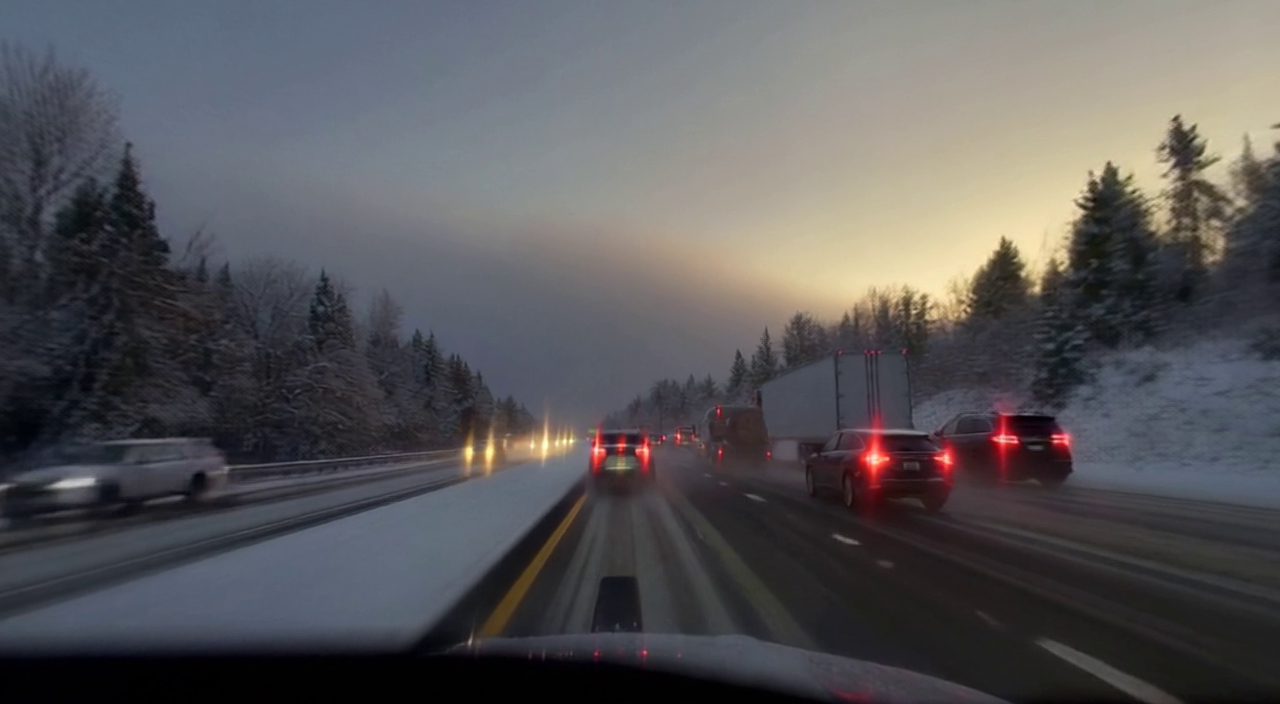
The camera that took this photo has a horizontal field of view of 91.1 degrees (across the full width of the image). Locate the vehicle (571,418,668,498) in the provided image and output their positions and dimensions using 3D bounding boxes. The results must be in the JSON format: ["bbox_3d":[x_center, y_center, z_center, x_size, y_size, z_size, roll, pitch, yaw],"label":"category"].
[{"bbox_3d":[-0.484,2.593,15.893,2.087,1.709,4.455,0,-8,-1],"label":"vehicle"}]

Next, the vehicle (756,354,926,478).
[{"bbox_3d":[7.867,2.970,27.578,2.867,4.066,13.802,0,-7,0],"label":"vehicle"}]

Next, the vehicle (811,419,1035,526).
[{"bbox_3d":[4.627,2.011,11.118,2.040,1.523,4.068,0,-8,0],"label":"vehicle"}]

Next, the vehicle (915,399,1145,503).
[{"bbox_3d":[8.475,2.195,14.366,2.116,1.965,4.691,0,-8,-2],"label":"vehicle"}]

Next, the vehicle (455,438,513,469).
[{"bbox_3d":[-8.754,5.713,35.728,2.054,1.579,4.792,0,-8,0],"label":"vehicle"}]

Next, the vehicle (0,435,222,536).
[{"bbox_3d":[-11.791,2.787,13.975,2.024,1.848,4.395,0,-8,-2],"label":"vehicle"}]

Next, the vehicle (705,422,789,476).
[{"bbox_3d":[3.635,3.386,22.127,2.147,1.707,3.963,0,-8,-1],"label":"vehicle"}]
